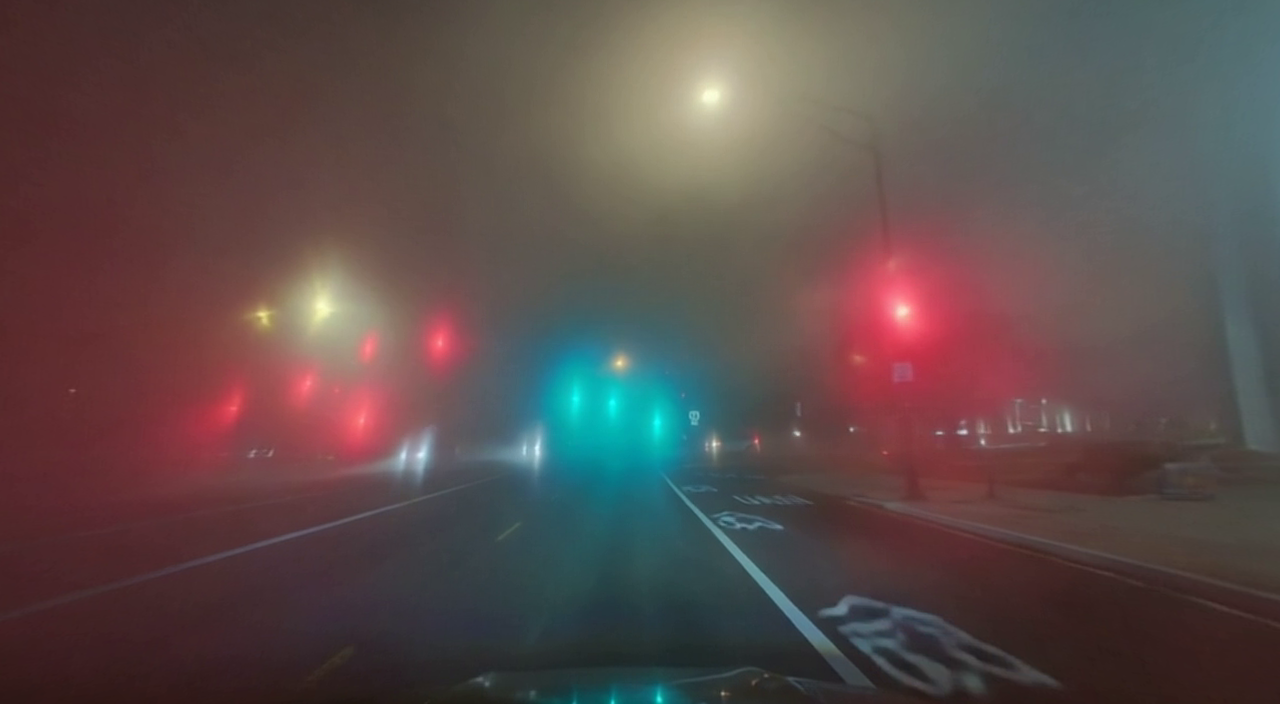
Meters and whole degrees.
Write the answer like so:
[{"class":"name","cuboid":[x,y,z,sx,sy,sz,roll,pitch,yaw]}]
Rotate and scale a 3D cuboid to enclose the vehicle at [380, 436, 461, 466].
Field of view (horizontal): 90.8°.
[{"class":"vehicle","cuboid":[-12.383,5.620,35.936,2.111,1.598,4.359,-3,-9,17]}]
